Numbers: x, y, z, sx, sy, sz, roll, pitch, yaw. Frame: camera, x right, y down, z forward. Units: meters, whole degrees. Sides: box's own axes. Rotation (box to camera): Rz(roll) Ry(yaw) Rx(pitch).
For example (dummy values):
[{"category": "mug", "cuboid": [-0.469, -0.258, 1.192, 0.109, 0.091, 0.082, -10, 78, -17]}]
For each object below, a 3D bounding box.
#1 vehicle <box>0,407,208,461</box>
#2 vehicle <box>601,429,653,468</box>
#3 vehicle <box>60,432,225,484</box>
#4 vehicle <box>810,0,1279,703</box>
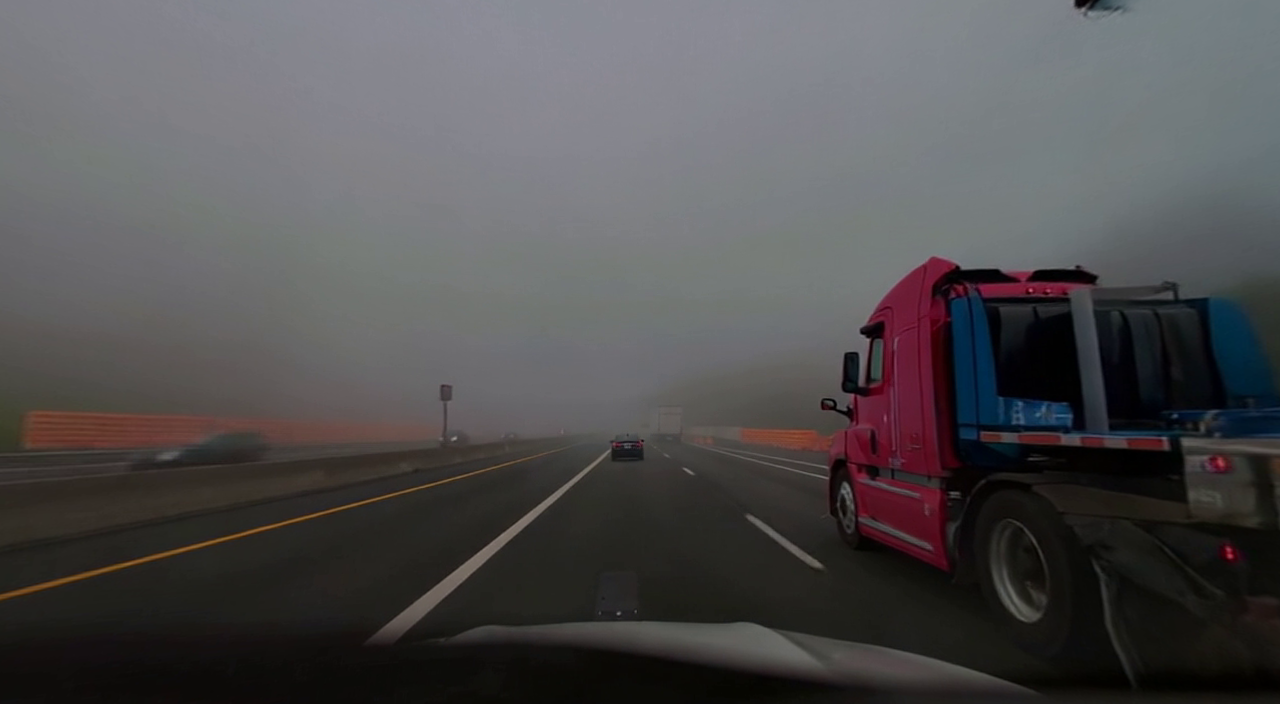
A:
[{"category": "vehicle", "cuboid": [-40.613, 6.059, 49.126, 2.834, 3.320, 15.990, -2, -5, 0]}, {"category": "vehicle", "cuboid": [-0.519, 3.856, 25.447, 1.929, 1.469, 3.677, 0, -8, -1]}, {"category": "vehicle", "cuboid": [-15.424, 3.266, 19.877, 1.845, 1.459, 4.153, 0, -8, -1]}, {"category": "vehicle", "cuboid": [3.580, -0.112, 1.757, 2.919, 3.634, 10.888, 0, -8, -1]}]
